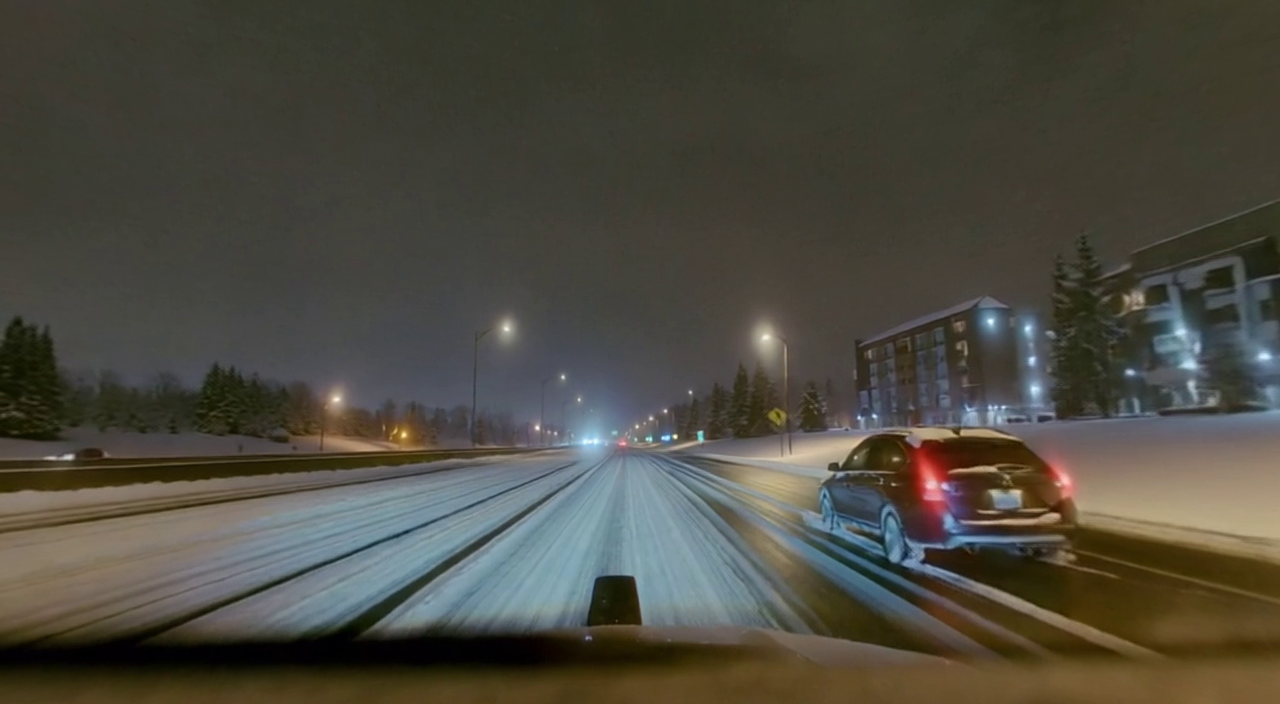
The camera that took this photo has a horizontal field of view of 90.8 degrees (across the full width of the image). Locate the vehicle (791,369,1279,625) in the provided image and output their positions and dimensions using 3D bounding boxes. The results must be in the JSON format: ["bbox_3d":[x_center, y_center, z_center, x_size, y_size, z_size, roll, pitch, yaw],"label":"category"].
[{"bbox_3d":[3.464,1.372,6.959,2.212,1.753,5.064,0,-8,-2],"label":"vehicle"}]
